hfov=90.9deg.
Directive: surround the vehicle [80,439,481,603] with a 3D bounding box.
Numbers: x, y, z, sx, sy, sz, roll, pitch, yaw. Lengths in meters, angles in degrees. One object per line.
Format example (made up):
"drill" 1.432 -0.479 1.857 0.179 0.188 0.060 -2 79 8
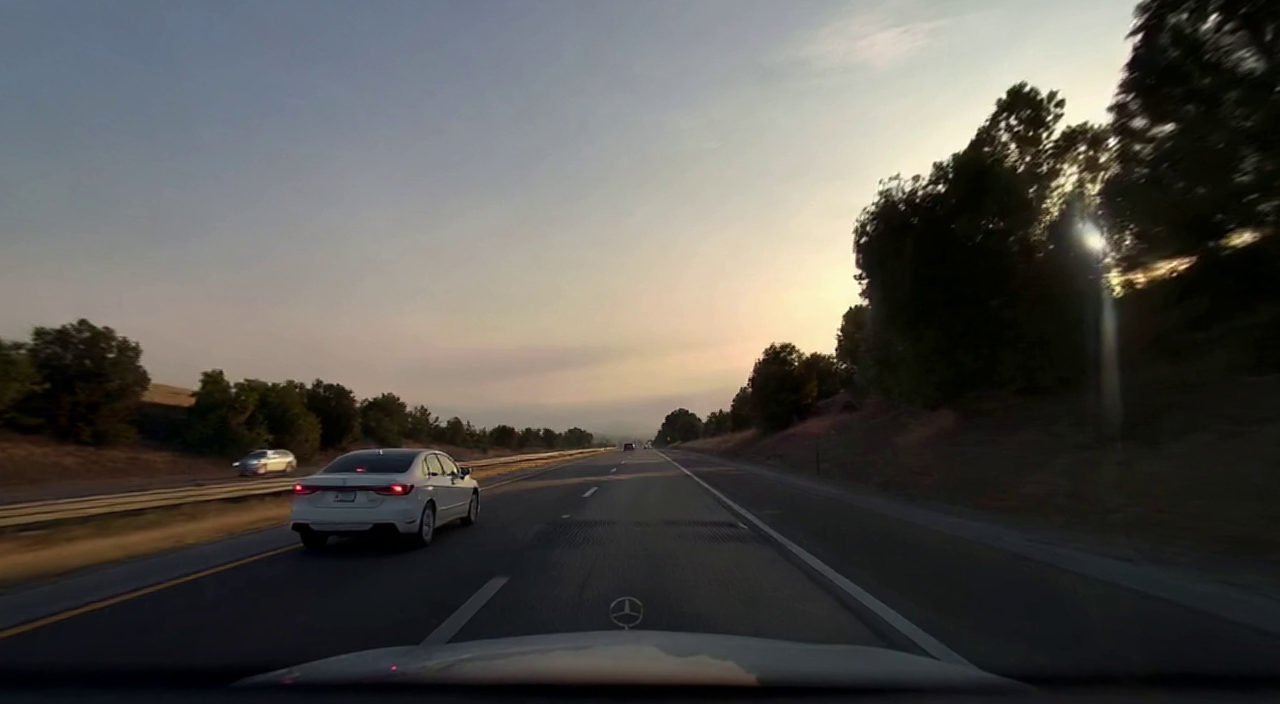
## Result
"vehicle" -3.561 1.737 7.536 2.096 1.343 4.503 0 -8 1
